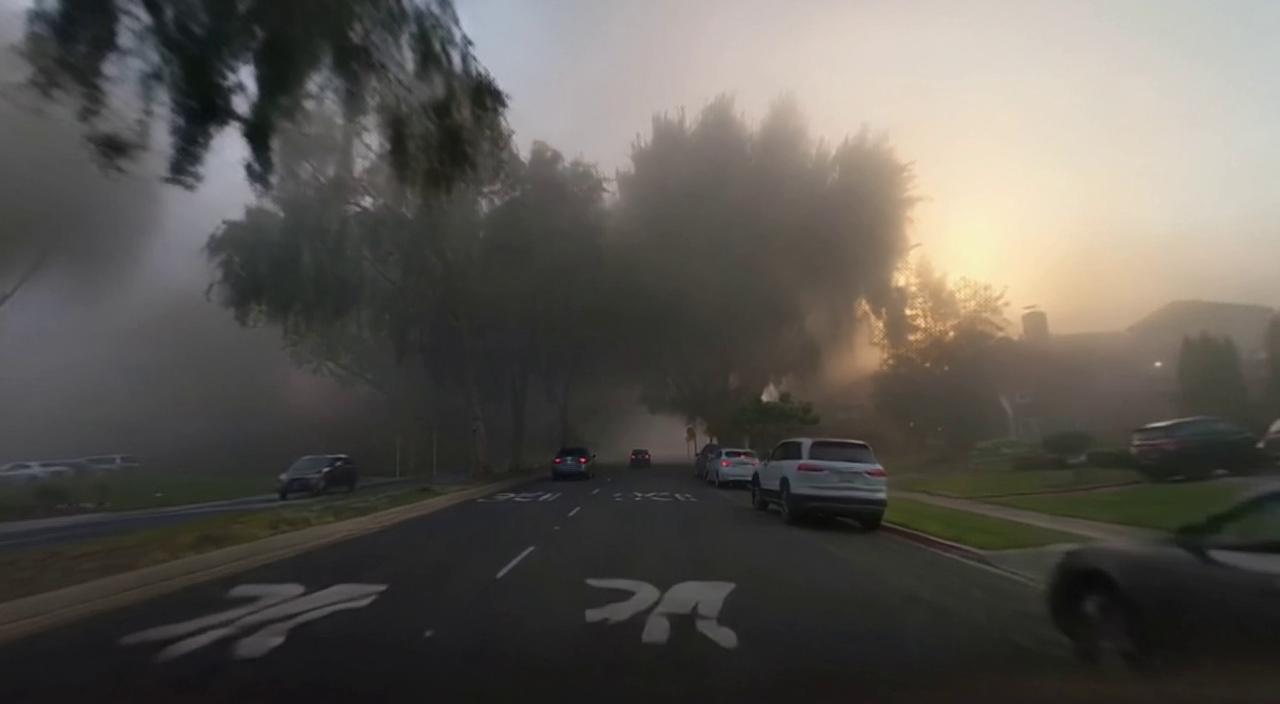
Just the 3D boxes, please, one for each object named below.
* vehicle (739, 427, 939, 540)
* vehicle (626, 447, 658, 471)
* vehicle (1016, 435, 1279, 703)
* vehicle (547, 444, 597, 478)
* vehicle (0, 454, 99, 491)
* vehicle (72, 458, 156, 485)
[{"bbox_3d":[3.742,2.579,13.170,2.273,1.860,5.077,0,-9,-3],"label":"vehicle"},{"bbox_3d":[0.167,7.504,44.585,2.142,1.548,4.273,0,-9,1],"label":"vehicle"},{"bbox_3d":[3.741,1.024,2.120,2.019,1.495,4.755,0,-9,0],"label":"vehicle"},{"bbox_3d":[-3.532,5.794,33.759,2.129,1.668,4.722,0,-9,0],"label":"vehicle"},{"bbox_3d":[-41.089,8.147,43.261,2.306,2.086,6.132,-2,-7,5],"label":"vehicle"},{"bbox_3d":[-36.283,8.216,43.754,1.890,1.711,4.456,0,-9,1],"label":"vehicle"}]
